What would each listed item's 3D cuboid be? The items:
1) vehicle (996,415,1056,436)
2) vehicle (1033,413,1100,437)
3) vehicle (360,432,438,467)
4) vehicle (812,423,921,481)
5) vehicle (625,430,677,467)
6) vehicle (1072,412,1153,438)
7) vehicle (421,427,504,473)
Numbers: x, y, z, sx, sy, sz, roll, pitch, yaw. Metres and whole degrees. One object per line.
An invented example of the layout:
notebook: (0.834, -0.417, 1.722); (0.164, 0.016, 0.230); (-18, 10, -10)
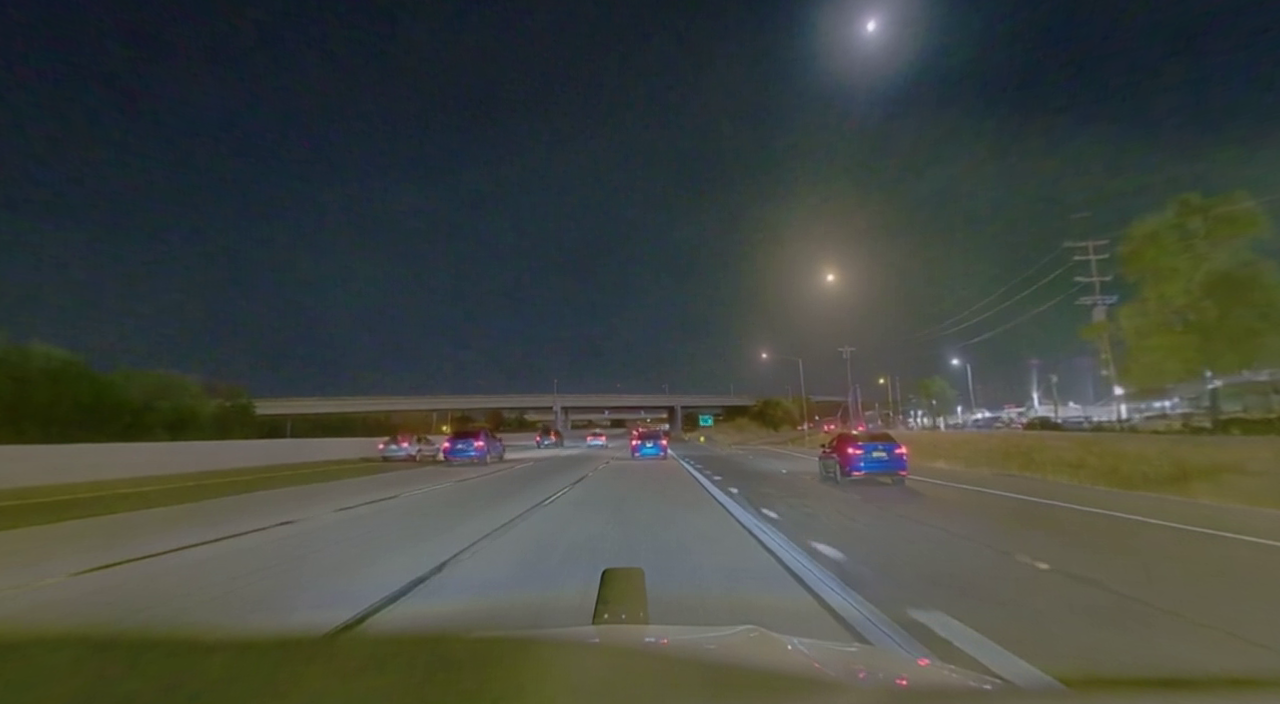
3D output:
vehicle: (30.255, 5.827, 49.662); (1.926, 1.468, 5.111); (-1, -9, 6)
vehicle: (29.679, 5.139, 44.088); (1.842, 1.460, 4.810); (-1, -9, 8)
vehicle: (-11.358, 4.647, 30.125); (1.858, 1.491, 4.734); (0, -9, 0)
vehicle: (7.212, 3.253, 20.695); (2.095, 1.674, 4.530); (0, -9, 3)
vehicle: (0.442, 4.320, 28.239); (2.145, 1.493, 4.146); (0, -9, 0)
vehicle: (28.902, 4.523, 38.759); (1.797, 1.435, 4.566); (-1, -9, 6)
vehicle: (-7.121, 3.984, 25.765); (2.067, 1.682, 4.388); (0, -9, 0)
